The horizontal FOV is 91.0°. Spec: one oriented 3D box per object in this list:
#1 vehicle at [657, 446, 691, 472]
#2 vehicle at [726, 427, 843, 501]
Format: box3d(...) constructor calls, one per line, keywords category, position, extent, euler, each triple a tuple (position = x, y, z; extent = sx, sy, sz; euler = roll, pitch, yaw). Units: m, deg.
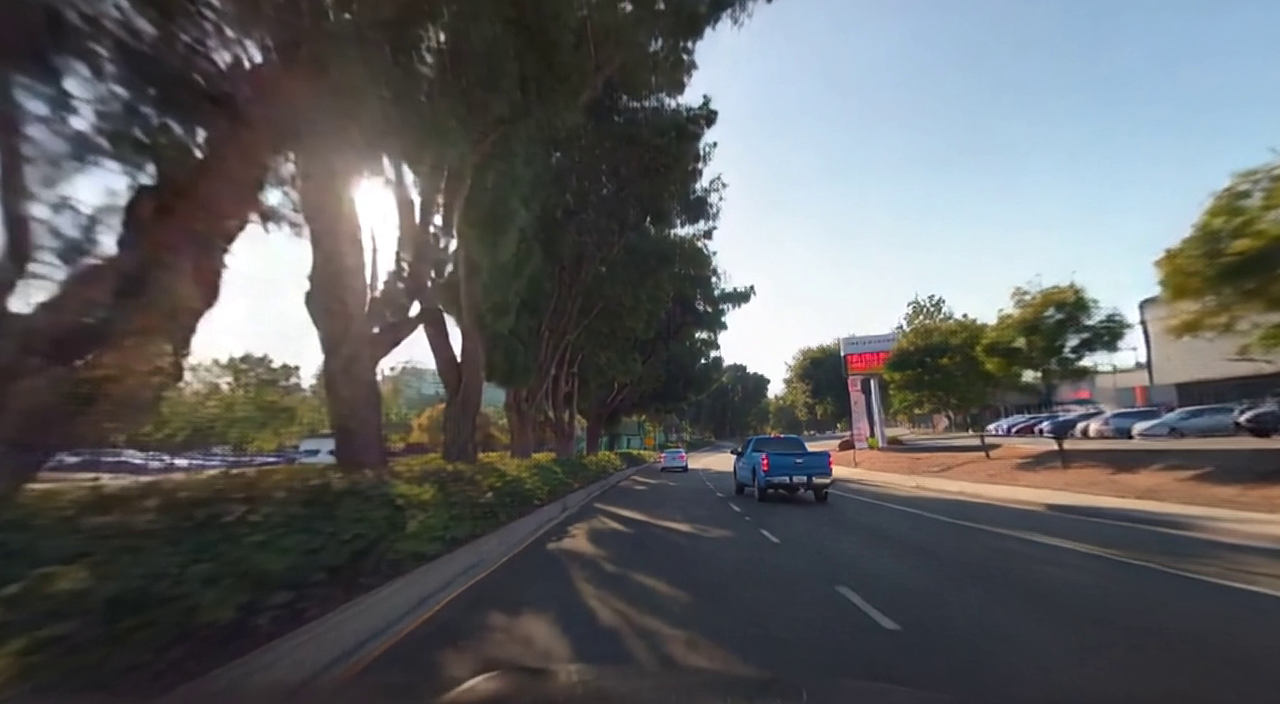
box3d(category="vehicle", position=(2.143, 6.577, 38.975), extent=(1.968, 1.521, 4.262), euler=(0, -9, 4))
box3d(category="vehicle", position=(4.203, 3.384, 19.486), extent=(2.367, 1.919, 5.651), euler=(0, -9, 1))
